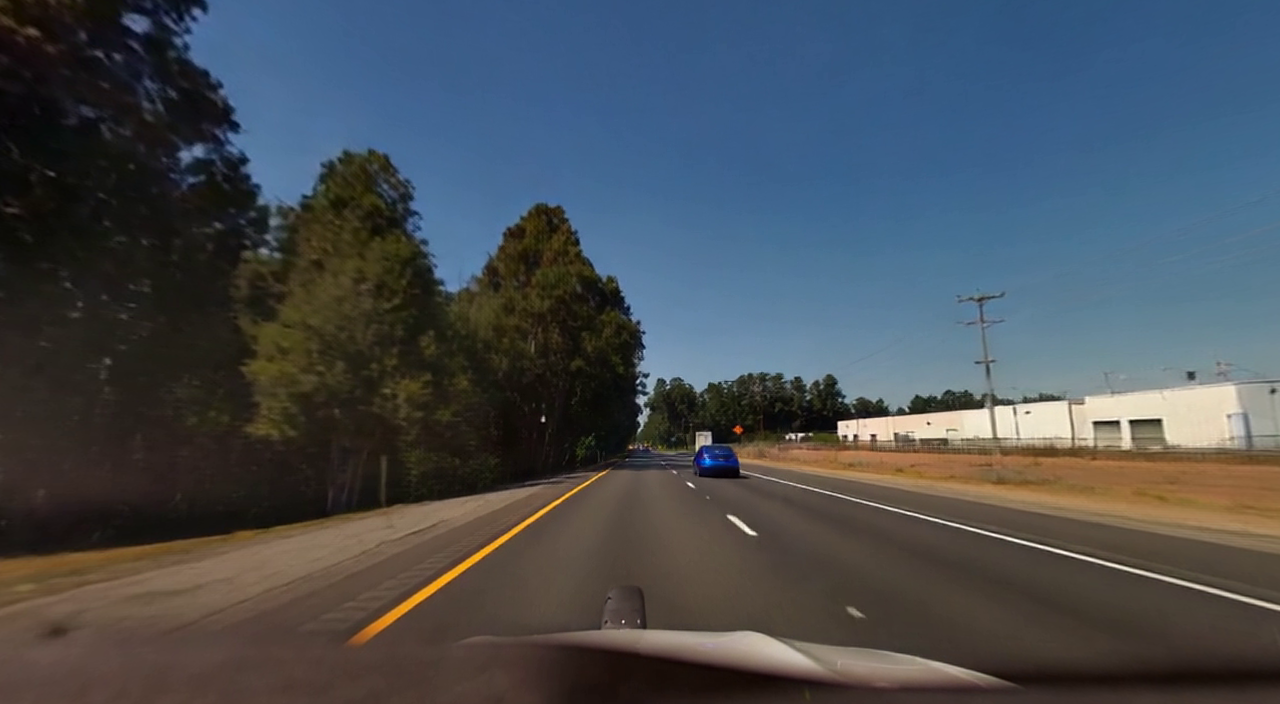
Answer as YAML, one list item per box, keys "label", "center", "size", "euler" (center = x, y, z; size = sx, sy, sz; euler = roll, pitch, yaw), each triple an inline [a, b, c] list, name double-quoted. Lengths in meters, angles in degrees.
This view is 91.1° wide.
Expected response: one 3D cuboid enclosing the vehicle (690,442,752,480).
- label: "vehicle"
  center: [3.437, 4.708, 27.323]
  size: [2.079, 1.531, 3.997]
  euler: [0, -9, -1]
